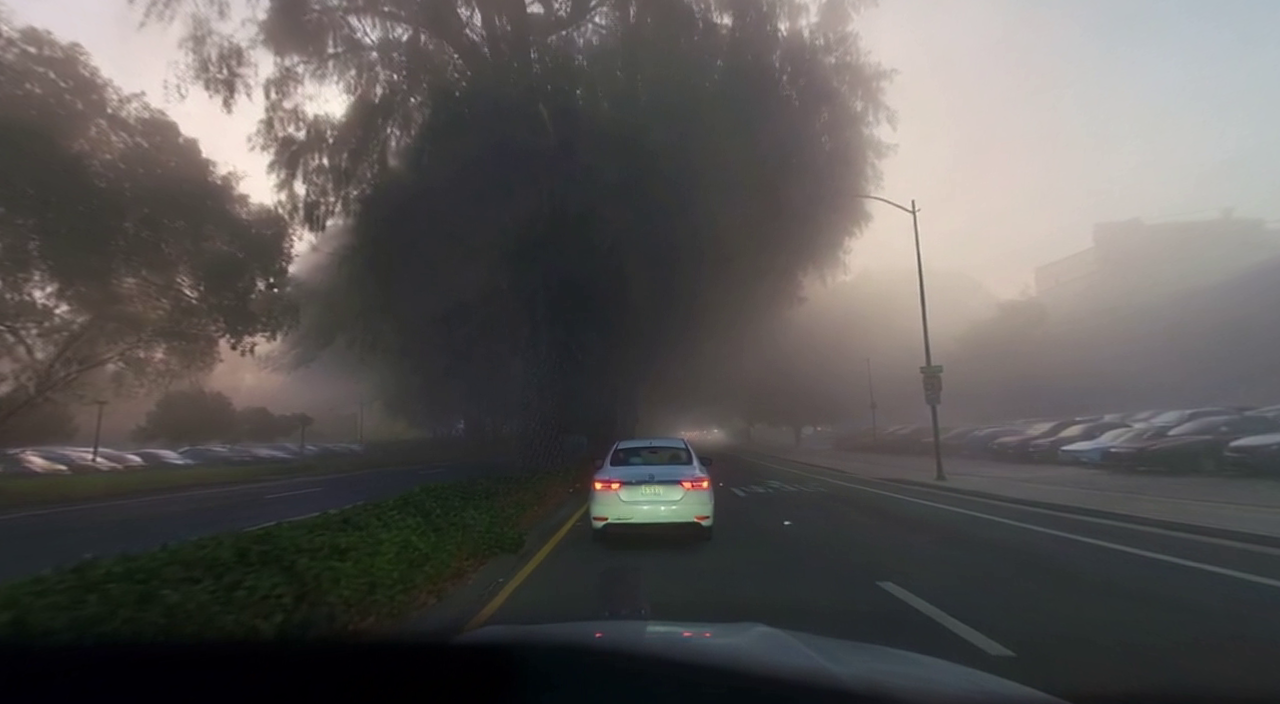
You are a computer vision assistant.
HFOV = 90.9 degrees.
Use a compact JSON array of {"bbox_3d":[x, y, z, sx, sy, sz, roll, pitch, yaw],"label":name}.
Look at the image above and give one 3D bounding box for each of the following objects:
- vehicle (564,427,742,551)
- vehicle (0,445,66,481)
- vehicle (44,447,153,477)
[{"bbox_3d":[0.112,1.911,9.514,2.093,1.442,3.977,0,-8,-1],"label":"vehicle"},{"bbox_3d":[-30.299,5.309,29.882,4.266,1.600,1.877,-3,-8,-2],"label":"vehicle"},{"bbox_3d":[-30.083,6.097,35.128,4.342,1.621,1.967,-1,-8,4],"label":"vehicle"}]
